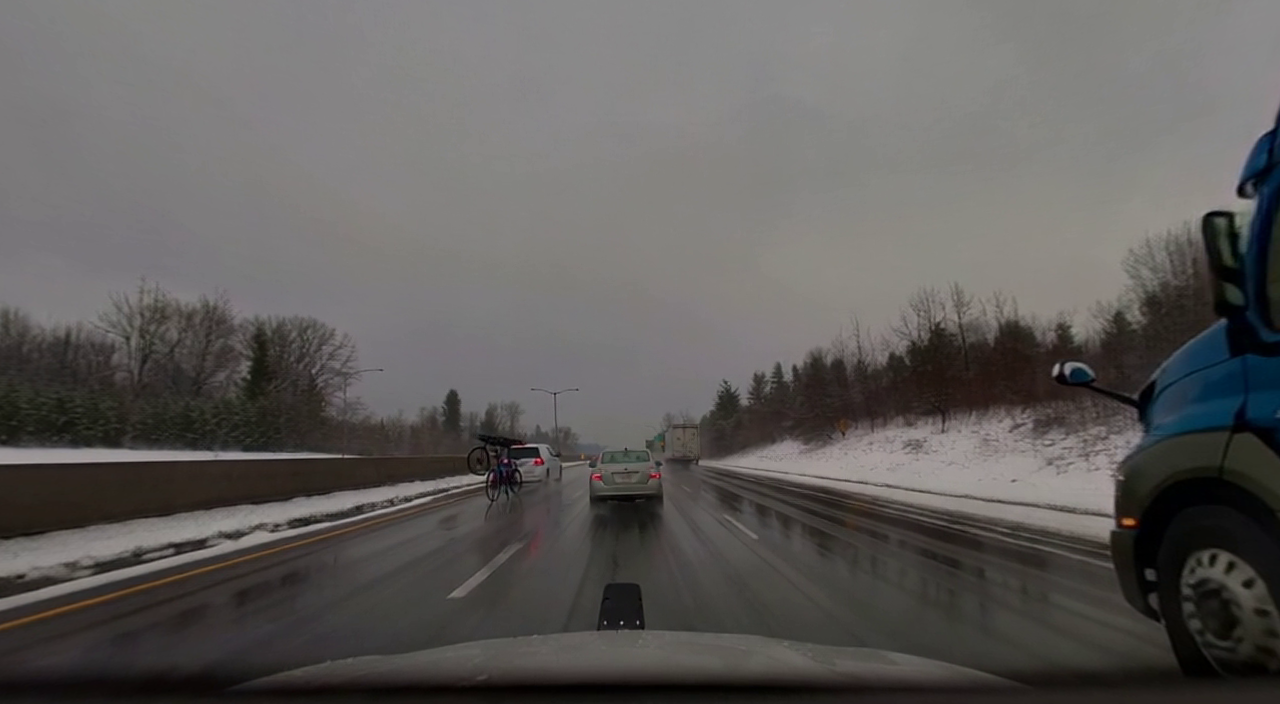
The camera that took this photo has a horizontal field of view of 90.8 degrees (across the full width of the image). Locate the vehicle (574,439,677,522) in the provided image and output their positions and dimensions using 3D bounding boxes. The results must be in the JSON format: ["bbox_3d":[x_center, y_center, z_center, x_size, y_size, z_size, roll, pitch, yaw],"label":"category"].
[{"bbox_3d":[-0.264,2.747,13.914,1.973,1.574,3.426,0,-9,0],"label":"vehicle"}]

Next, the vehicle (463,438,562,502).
[{"bbox_3d":[-3.684,3.516,19.168,1.985,1.671,4.604,0,-9,1],"label":"vehicle"}]

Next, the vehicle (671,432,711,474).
[{"bbox_3d":[3.457,6.949,43.623,2.234,2.679,5.372,0,-9,-1],"label":"vehicle"}]
